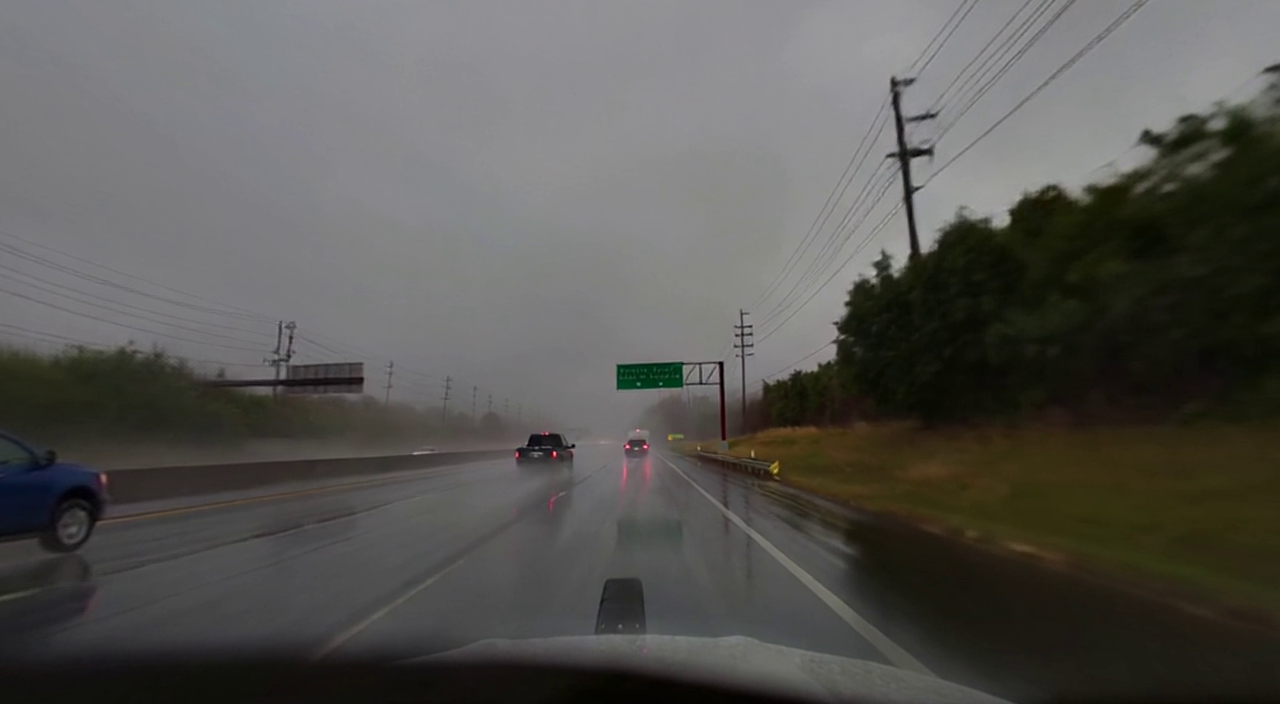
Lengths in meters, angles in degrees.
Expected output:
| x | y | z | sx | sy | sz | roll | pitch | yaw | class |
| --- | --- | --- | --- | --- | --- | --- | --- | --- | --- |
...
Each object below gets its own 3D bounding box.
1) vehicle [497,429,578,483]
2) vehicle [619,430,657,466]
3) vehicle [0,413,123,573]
| x | y | z | sx | sy | sz | roll | pitch | yaw | class |
| --- | --- | --- | --- | --- | --- | --- | --- | --- | --- |
| -3.726 | 3.905 | 24.074 | 2.204 | 1.812 | 5.289 | 0 | -8 | 0 | vehicle |
| -0.140 | 6.185 | 40.836 | 2.358 | 2.144 | 4.713 | 0 | -8 | 0 | vehicle |
| -7.500 | 1.314 | 5.619 | 2.013 | 1.609 | 4.446 | 0 | -8 | 0 | vehicle |
